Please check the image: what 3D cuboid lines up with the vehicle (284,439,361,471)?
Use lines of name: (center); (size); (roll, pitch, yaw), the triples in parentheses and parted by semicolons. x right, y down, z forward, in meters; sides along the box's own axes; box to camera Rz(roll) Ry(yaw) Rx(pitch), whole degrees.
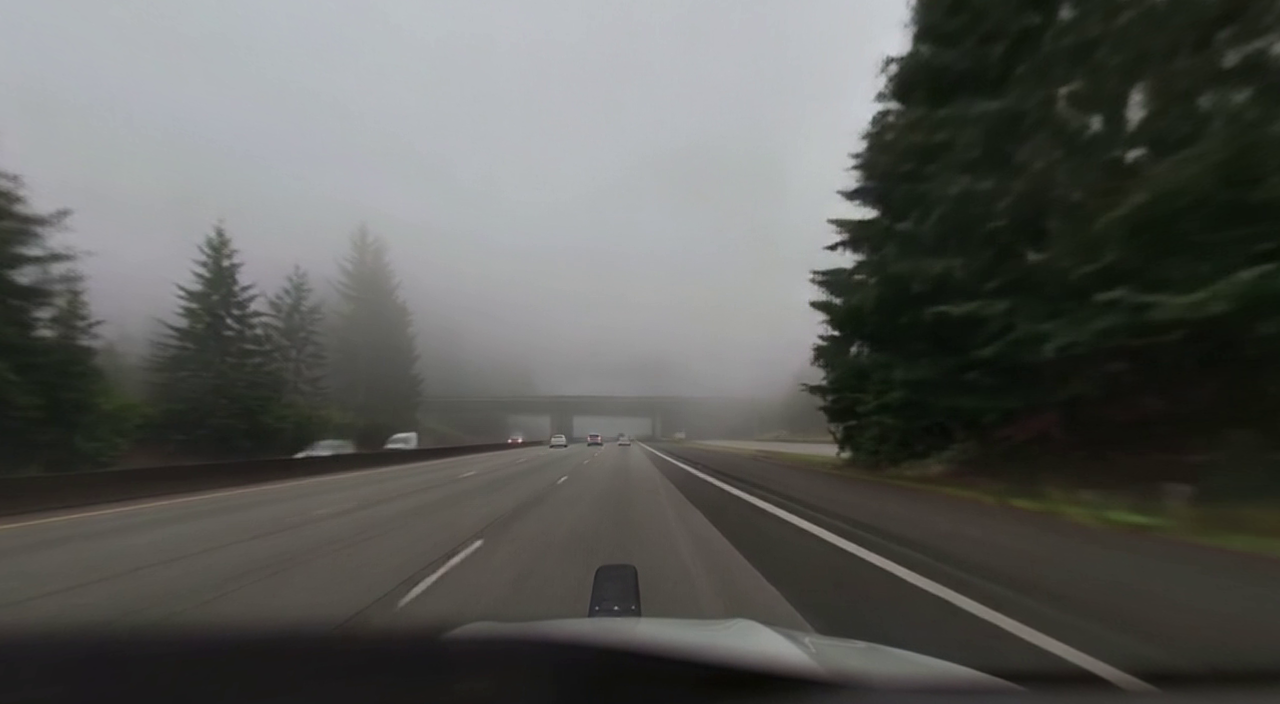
vehicle: (-16.416, 5.291, 32.701); (1.947, 1.519, 4.008); (0, -8, -1)
